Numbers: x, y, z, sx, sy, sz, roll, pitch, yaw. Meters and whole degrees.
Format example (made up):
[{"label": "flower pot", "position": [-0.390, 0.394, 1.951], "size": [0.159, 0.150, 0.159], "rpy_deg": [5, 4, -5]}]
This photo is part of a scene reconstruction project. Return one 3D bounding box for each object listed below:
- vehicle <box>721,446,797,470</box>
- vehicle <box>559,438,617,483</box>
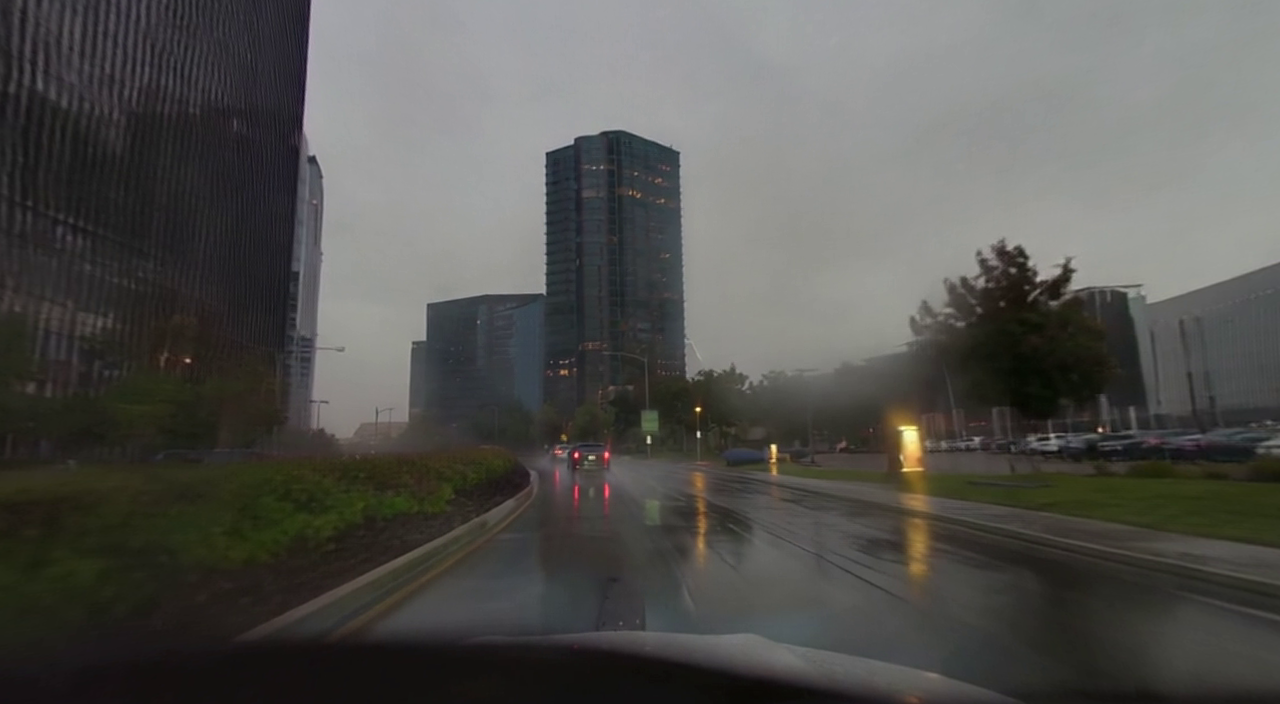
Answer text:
[{"label": "vehicle", "position": [7.889, 7.096, 42.129], "size": [4.645, 1.505, 2.100], "rpy_deg": [0, -9, 1]}, {"label": "vehicle", "position": [-2.167, 4.480, 26.320], "size": [2.183, 1.675, 4.319], "rpy_deg": [1, -8, -5]}]
